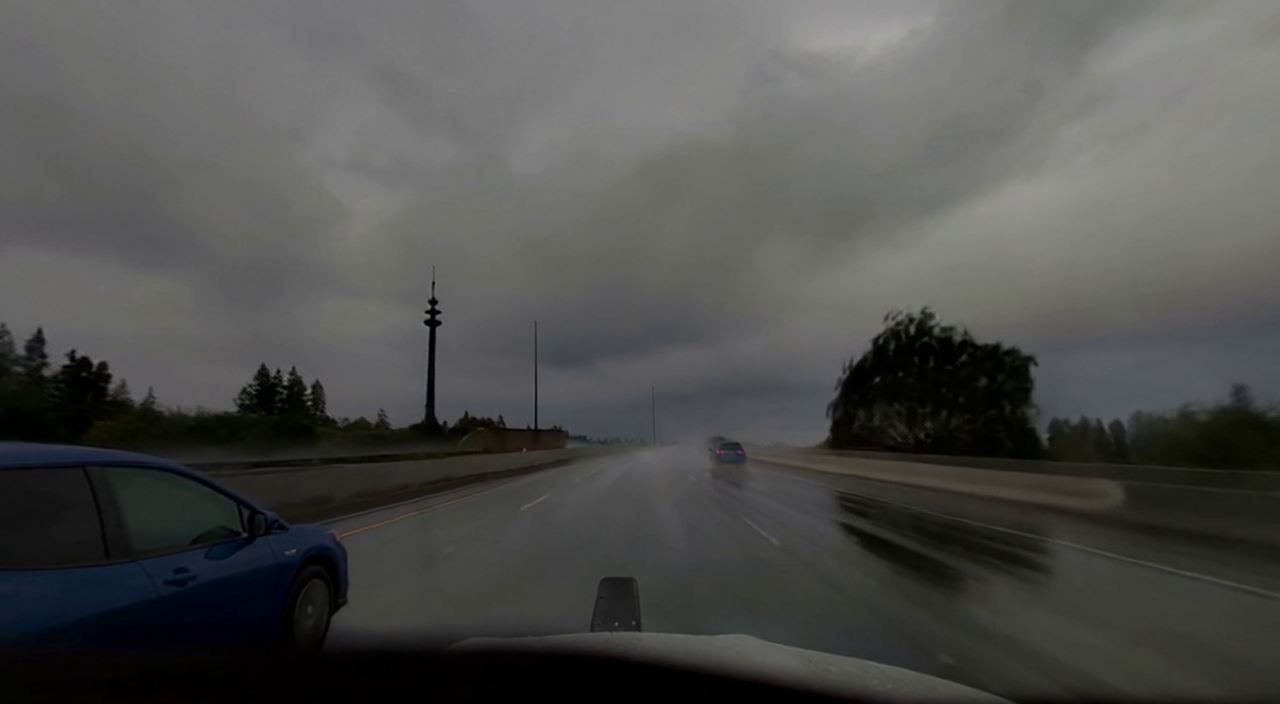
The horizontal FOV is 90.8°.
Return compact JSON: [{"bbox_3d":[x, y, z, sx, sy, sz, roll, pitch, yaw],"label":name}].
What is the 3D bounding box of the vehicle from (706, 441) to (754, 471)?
[{"bbox_3d":[4.789,5.600,34.265,2.030,1.526,4.165,0,-8,1],"label":"vehicle"}]
